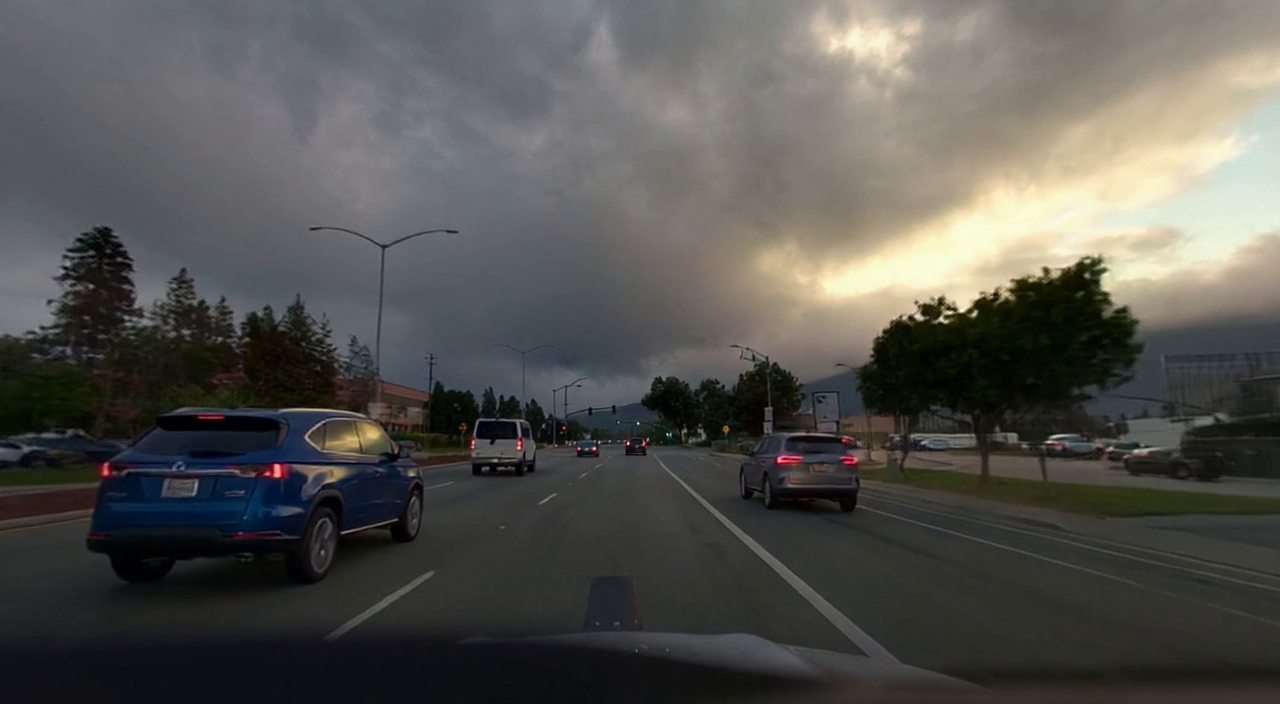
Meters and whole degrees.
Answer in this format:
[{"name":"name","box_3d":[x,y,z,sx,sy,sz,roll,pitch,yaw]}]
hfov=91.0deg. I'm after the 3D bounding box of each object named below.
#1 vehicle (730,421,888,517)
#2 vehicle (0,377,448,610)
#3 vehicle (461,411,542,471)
[{"name":"vehicle","box_3d":[3.563,2.594,14.429,2.167,1.792,4.835,0,-9,-2]},{"name":"vehicle","box_3d":[-3.850,1.388,6.975,2.038,1.748,4.303,0,-9,1]},{"name":"vehicle","box_3d":[-6.474,4.332,30.411,2.863,2.592,6.410,1,-9,-4]}]
